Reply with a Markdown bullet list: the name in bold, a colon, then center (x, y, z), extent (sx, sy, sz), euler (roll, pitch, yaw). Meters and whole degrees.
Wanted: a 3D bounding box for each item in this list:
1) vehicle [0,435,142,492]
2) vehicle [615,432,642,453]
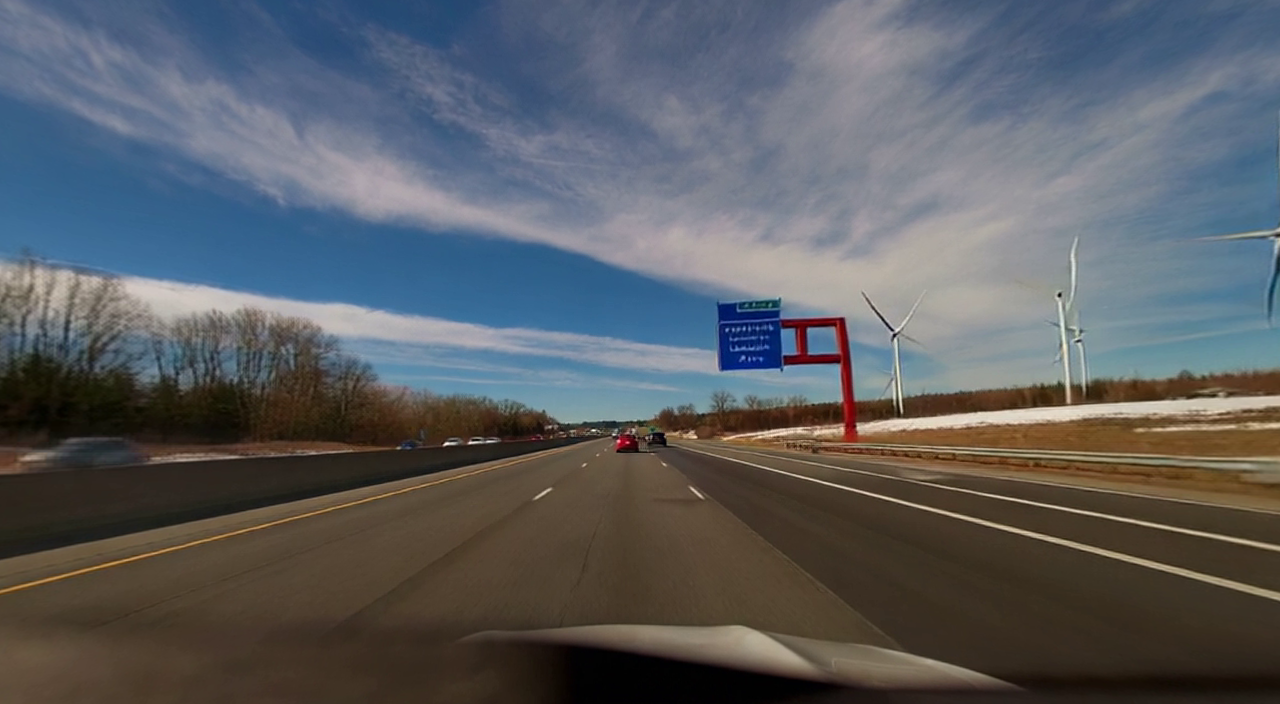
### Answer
- **vehicle**: center (-19.990, 3.764, 21.763), extent (1.937, 1.726, 4.368), euler (0, -8, -1)
- **vehicle**: center (-0.892, 6.762, 47.013), extent (1.892, 1.496, 3.575), euler (0, -8, -2)
